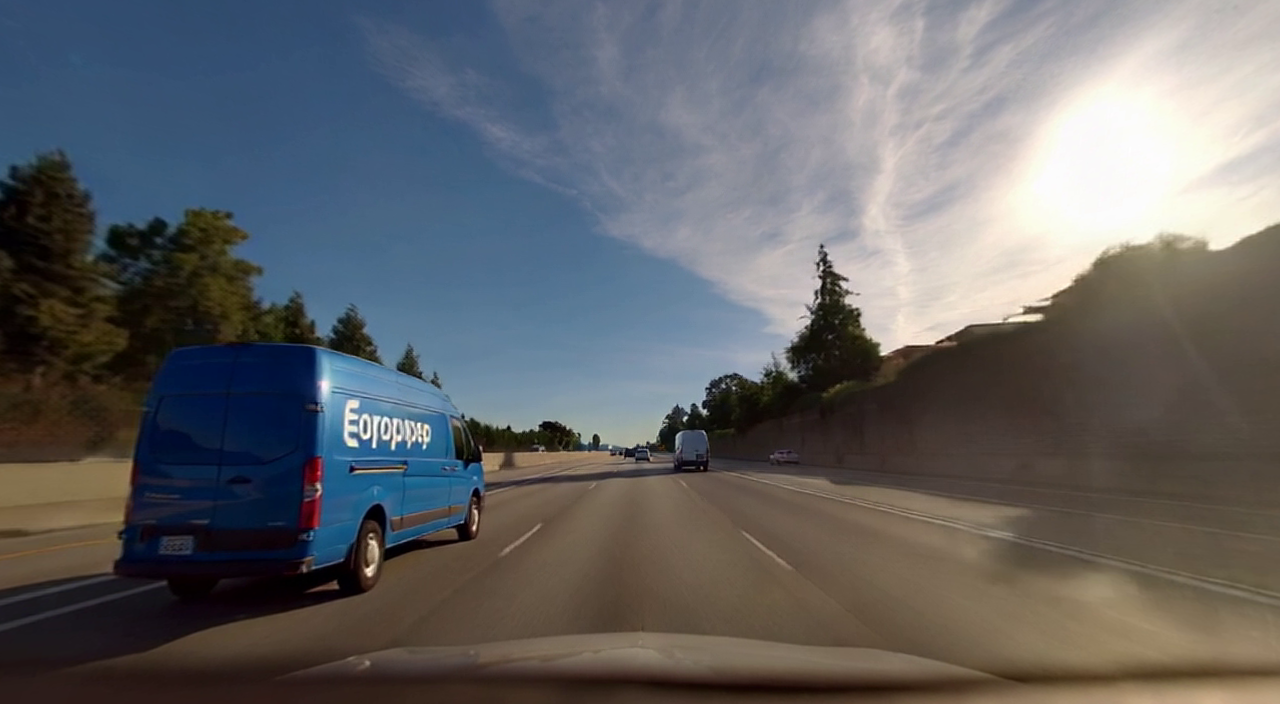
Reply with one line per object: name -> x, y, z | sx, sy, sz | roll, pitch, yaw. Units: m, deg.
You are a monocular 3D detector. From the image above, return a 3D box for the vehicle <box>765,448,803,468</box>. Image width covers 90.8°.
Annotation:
vehicle -> 11.130, 8.183, 48.871 | 1.870, 1.497, 3.886 | 0, -9, -2

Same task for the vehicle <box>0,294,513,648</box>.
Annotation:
vehicle -> -3.435, 1.304, 7.688 | 2.409, 2.523, 6.275 | 0, -9, 0

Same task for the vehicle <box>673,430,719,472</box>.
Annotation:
vehicle -> 3.591, 6.569, 41.726 | 2.373, 2.561, 5.922 | 0, -9, -1
